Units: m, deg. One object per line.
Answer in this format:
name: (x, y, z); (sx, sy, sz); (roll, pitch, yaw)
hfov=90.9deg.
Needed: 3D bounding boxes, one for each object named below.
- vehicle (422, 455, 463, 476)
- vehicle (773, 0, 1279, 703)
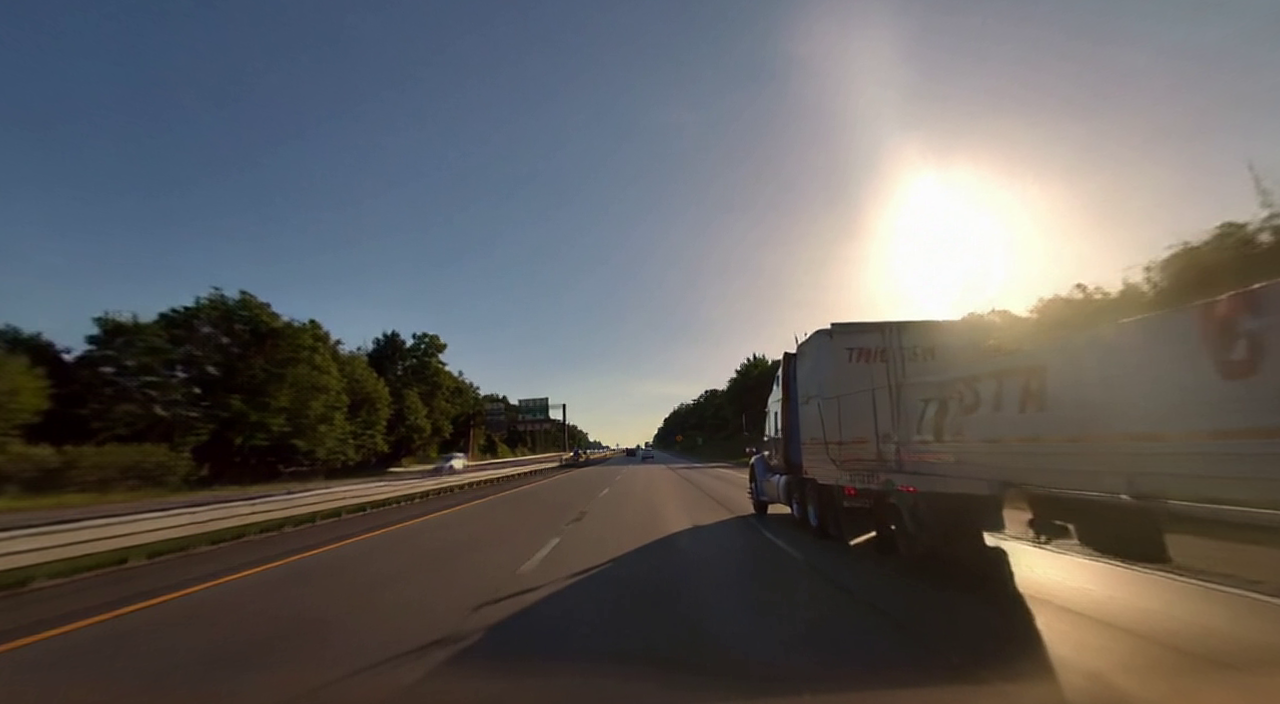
vehicle: (-14.914, 8.552, 47.739); (1.889, 1.458, 3.634); (0, -9, 0)
vehicle: (4.062, 0.054, 4.848); (2.947, 4.020, 14.220); (0, -9, 0)
